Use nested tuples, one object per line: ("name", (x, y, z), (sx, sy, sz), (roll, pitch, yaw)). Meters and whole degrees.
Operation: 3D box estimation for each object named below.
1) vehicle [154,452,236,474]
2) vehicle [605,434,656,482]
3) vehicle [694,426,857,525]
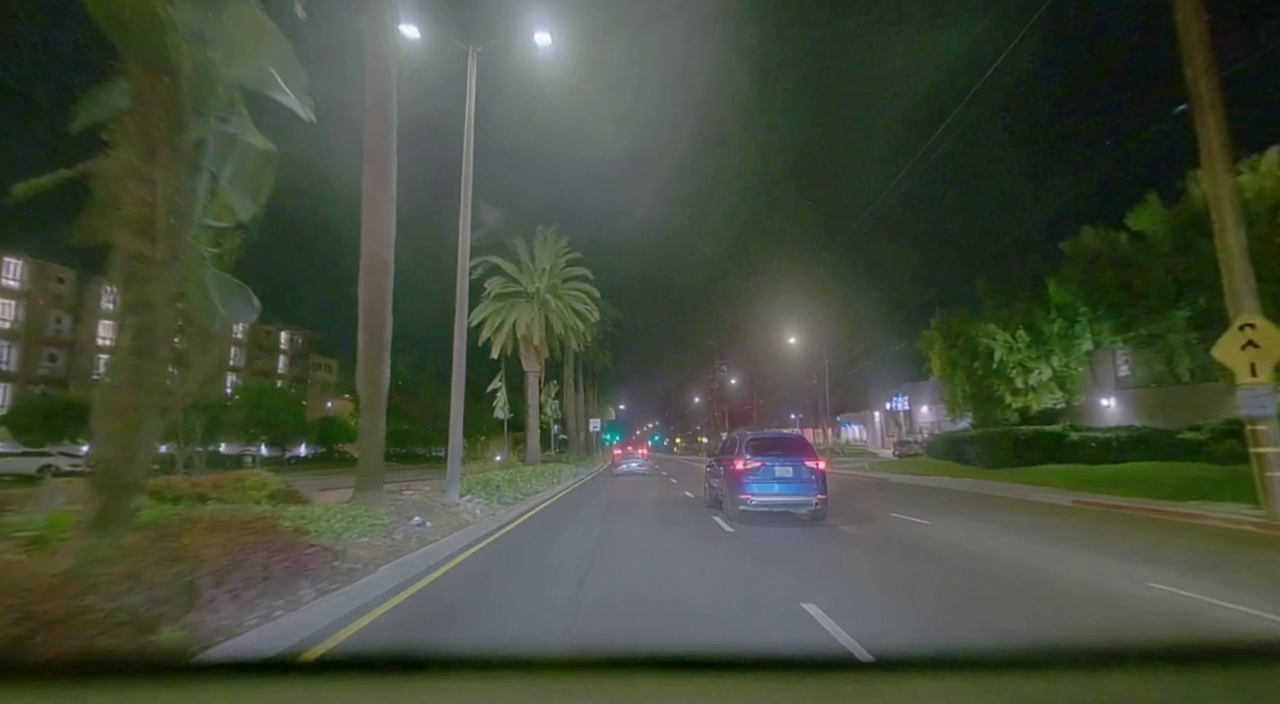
("vehicle", (-31.816, 7.930, 45.262), (4.404, 1.487, 1.868), (0, -8, -3))
("vehicle", (-0.395, 4.415, 26.615), (1.981, 1.854, 3.983), (0, -8, -1))
("vehicle", (2.551, 2.472, 13.196), (2.239, 1.693, 4.301), (0, -8, -3))
